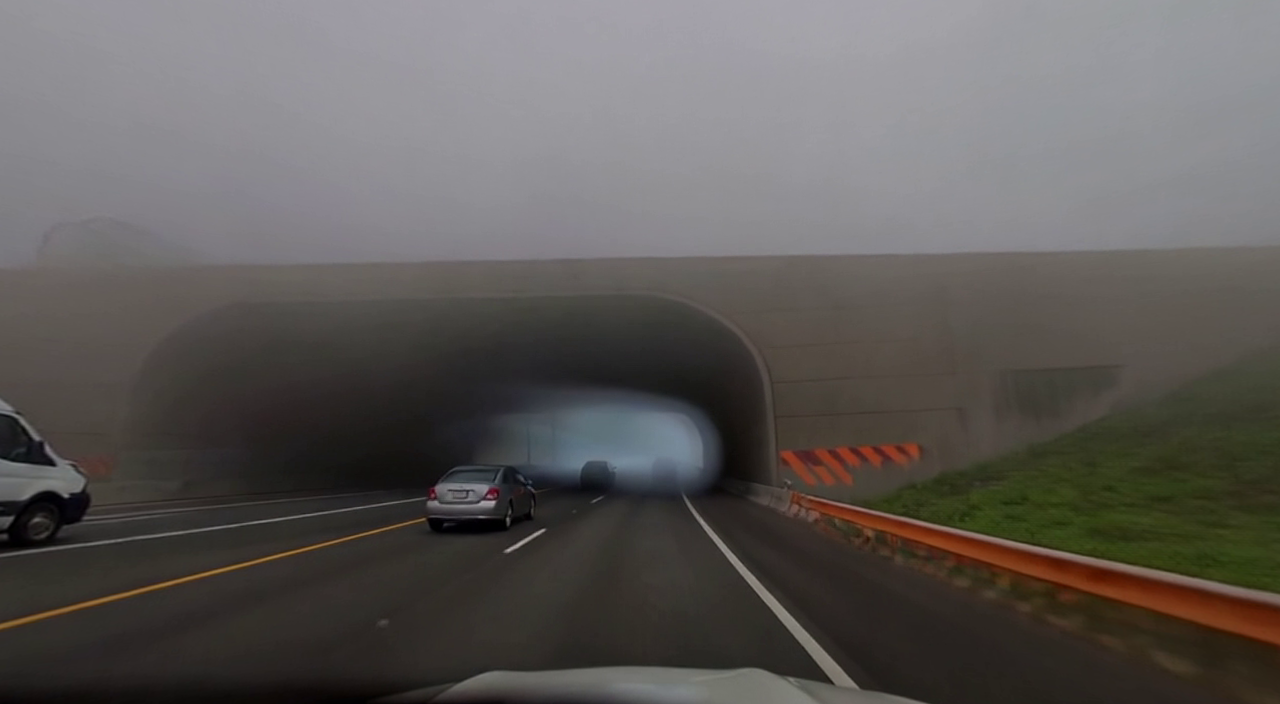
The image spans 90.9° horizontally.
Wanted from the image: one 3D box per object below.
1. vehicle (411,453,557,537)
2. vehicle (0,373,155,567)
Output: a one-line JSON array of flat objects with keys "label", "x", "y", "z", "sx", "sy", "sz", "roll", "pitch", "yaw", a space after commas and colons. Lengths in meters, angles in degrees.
[{"label": "vehicle", "x": -3.078, "y": 2.931, "z": 13.296, "sx": 1.992, "sy": 1.466, "sz": 3.690, "roll": 0, "pitch": -10, "yaw": 2}, {"label": "vehicle", "x": -9.883, "y": 1.417, "z": 7.649, "sx": 2.310, "sy": 2.576, "sz": 6.321, "roll": -1, "pitch": -10, "yaw": 7}]
